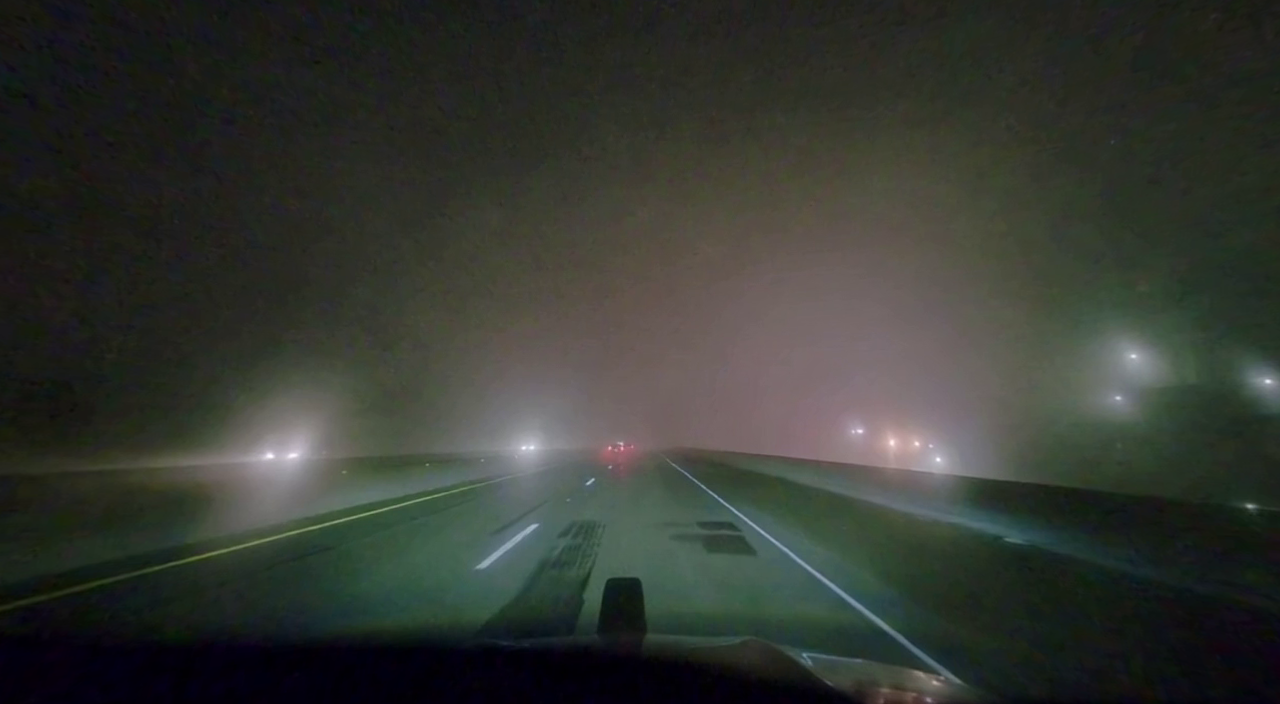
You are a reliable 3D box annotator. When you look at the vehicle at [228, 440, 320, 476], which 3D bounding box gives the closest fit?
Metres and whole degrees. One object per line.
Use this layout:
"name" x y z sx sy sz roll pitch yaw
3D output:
"vehicle" -22.750 6.594 39.532 2.325 2.086 5.544 0 -8 1
